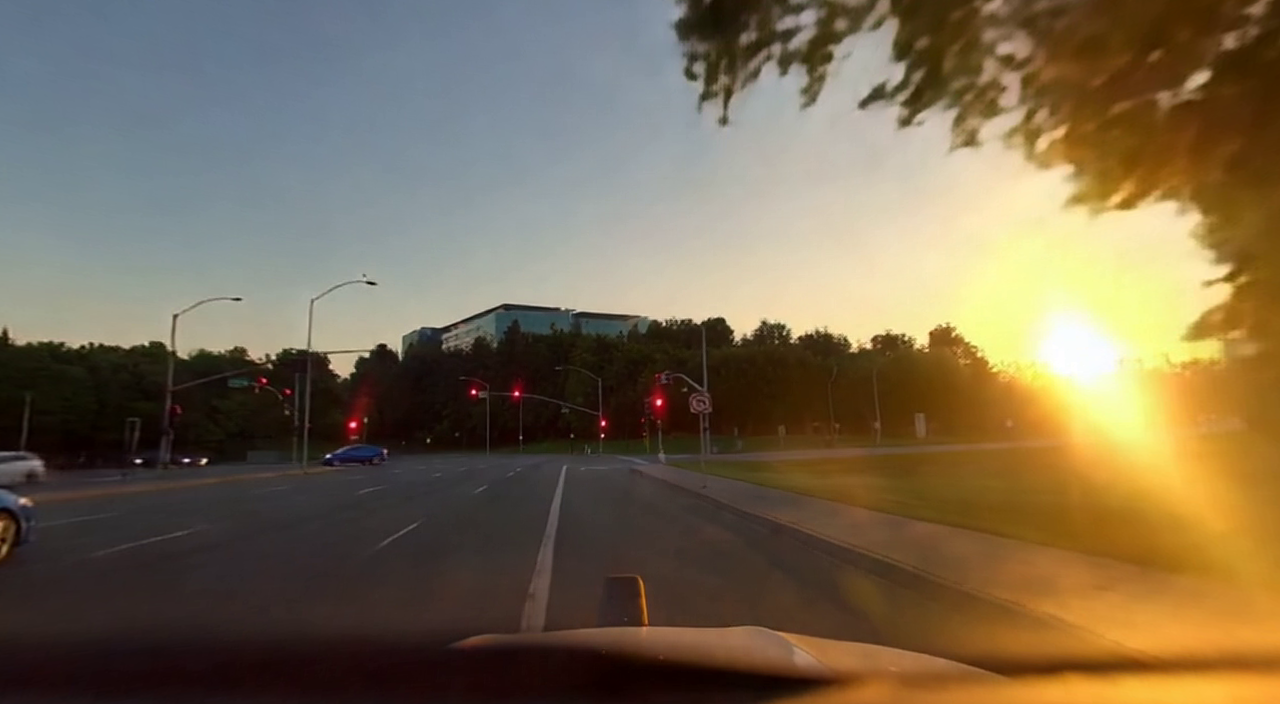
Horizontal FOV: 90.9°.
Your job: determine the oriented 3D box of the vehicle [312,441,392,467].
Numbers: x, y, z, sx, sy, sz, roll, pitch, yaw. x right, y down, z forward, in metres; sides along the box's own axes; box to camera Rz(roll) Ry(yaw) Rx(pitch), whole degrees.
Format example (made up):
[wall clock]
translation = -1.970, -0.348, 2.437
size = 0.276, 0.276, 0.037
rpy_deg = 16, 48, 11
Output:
[vehicle]
translation = -18.458, 6.530, 40.600
size = 1.837, 1.530, 4.570
rpy_deg = -4, -9, 23
